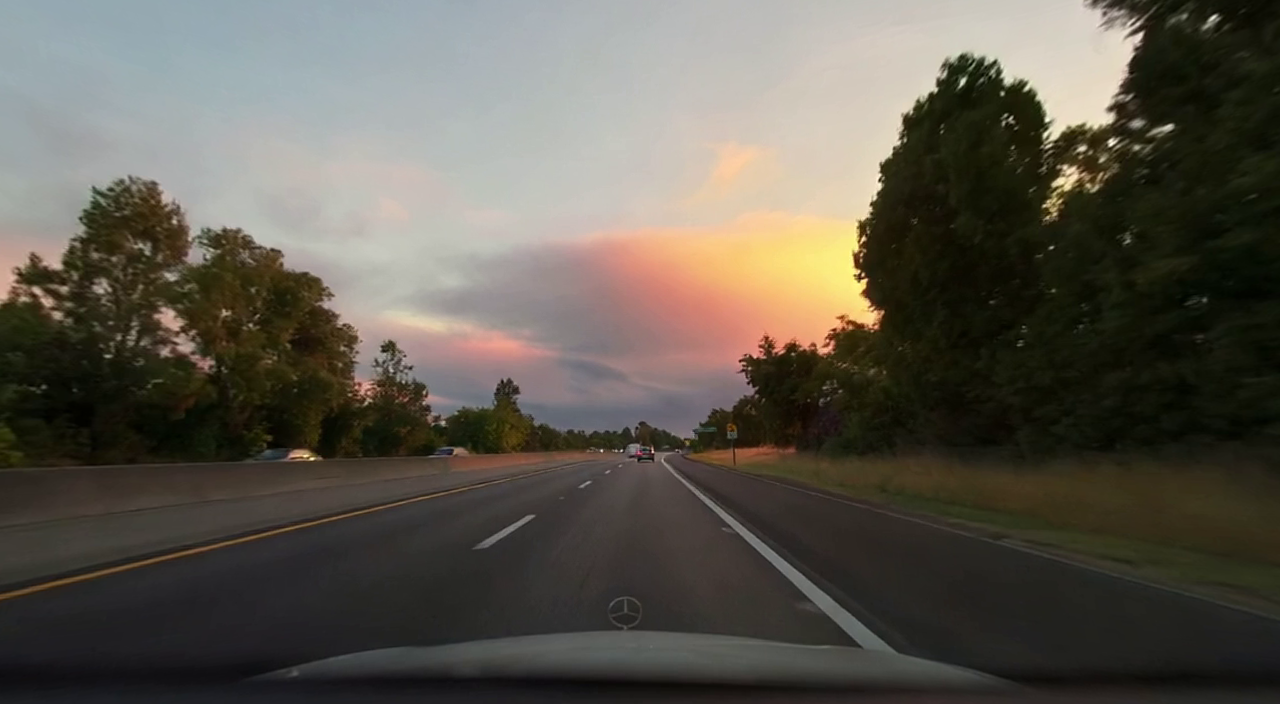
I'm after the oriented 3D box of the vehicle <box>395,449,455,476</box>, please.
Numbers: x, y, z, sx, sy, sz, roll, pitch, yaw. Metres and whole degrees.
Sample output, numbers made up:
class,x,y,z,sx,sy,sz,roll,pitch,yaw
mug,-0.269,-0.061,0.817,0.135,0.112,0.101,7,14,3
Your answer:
class,x,y,z,sx,sy,sz,roll,pitch,yaw
vehicle,-12.645,6.530,37.386,1.908,1.491,4.440,0,-9,1

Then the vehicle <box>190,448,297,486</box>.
class,x,y,z,sx,sy,sz,roll,pitch,yaw
vehicle,-16.461,4.769,26.466,1.806,1.422,4.110,0,-9,0
